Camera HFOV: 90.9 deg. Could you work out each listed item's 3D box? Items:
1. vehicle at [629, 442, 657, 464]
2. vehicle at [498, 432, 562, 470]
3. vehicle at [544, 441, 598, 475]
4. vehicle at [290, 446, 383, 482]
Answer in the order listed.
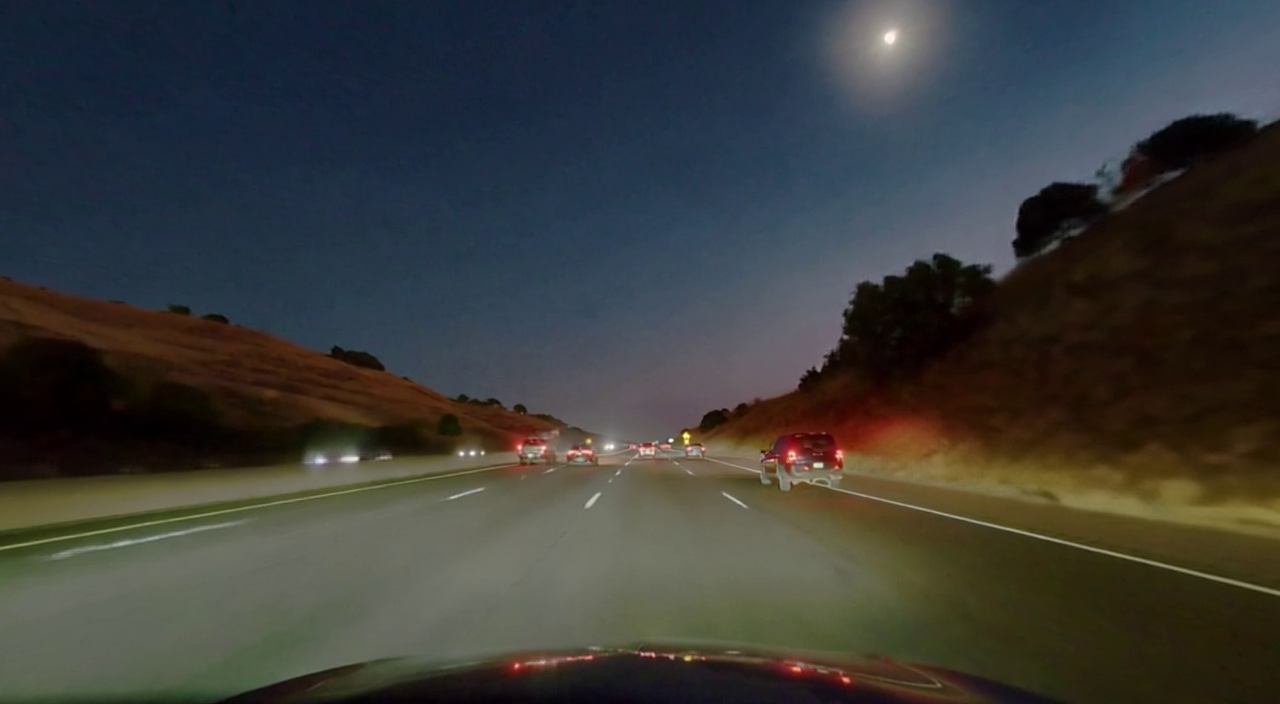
[{"bbox_3d":[0.229,7.663,48.006,2.031,1.566,3.904,0,-8,0],"label":"vehicle"},{"bbox_3d":[-6.419,5.899,37.683,2.589,2.063,6.206,0,-8,1],"label":"vehicle"},{"bbox_3d":[-3.303,5.170,31.038,2.091,1.552,4.516,0,-8,1],"label":"vehicle"},{"bbox_3d":[-13.289,4.884,27.967,1.795,1.445,4.482,0,-8,1],"label":"vehicle"}]
